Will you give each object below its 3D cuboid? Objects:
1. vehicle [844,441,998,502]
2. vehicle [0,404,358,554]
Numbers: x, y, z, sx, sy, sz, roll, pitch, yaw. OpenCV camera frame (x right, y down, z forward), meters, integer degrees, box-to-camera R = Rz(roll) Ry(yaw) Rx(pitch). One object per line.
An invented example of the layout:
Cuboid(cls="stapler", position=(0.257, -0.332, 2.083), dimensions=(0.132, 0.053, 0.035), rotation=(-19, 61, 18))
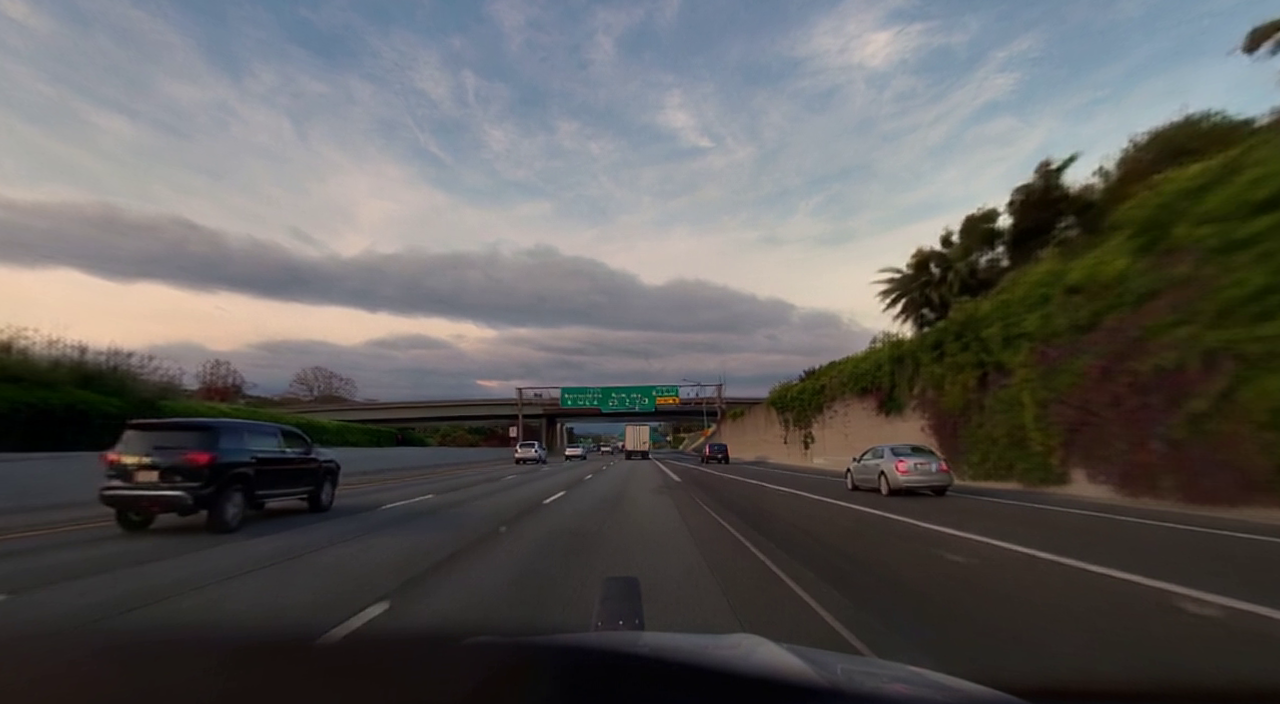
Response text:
Cuboid(cls="vehicle", position=(7.829, 3.348, 18.154), dimensions=(2.075, 1.510, 4.569), rotation=(1, -9, -4))
Cuboid(cls="vehicle", position=(-6.710, 1.875, 9.960), dimensions=(2.179, 1.753, 4.999), rotation=(0, -9, 0))
